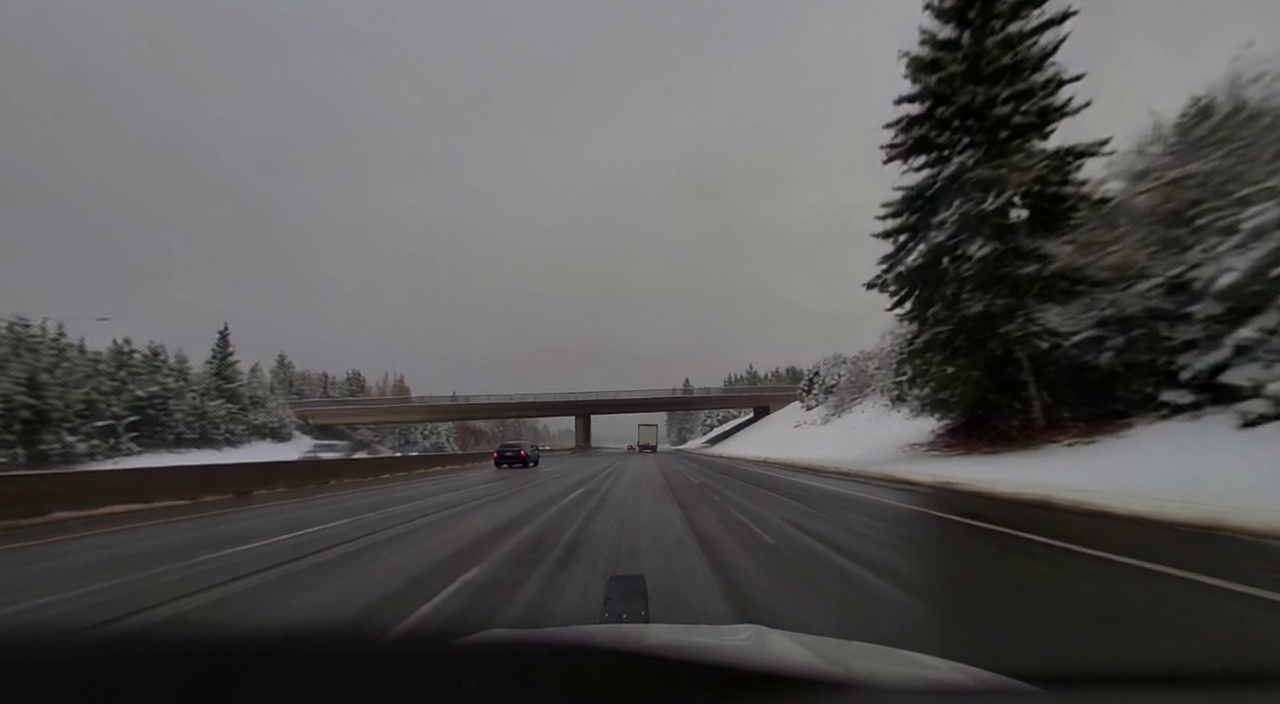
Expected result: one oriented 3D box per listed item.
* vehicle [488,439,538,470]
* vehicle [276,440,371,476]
[{"bbox_3d":[-7.261,5.880,36.474,1.981,1.685,4.171,0,-8,1],"label":"vehicle"},{"bbox_3d":[-16.657,5.569,33.567,2.127,1.727,5.447,0,-8,1],"label":"vehicle"}]
